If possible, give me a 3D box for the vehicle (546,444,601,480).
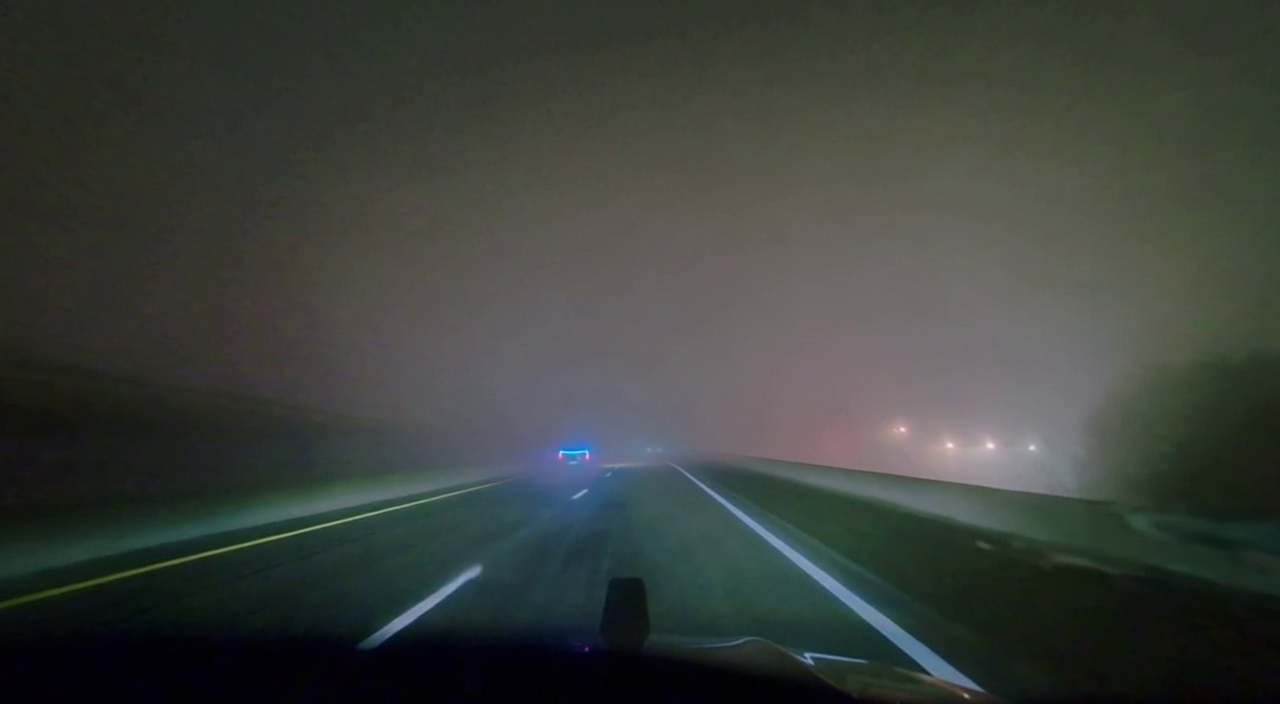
[{"bbox_3d":[-2.948,4.985,28.865,2.050,1.530,4.144,0,-8,0],"label":"vehicle"}]
